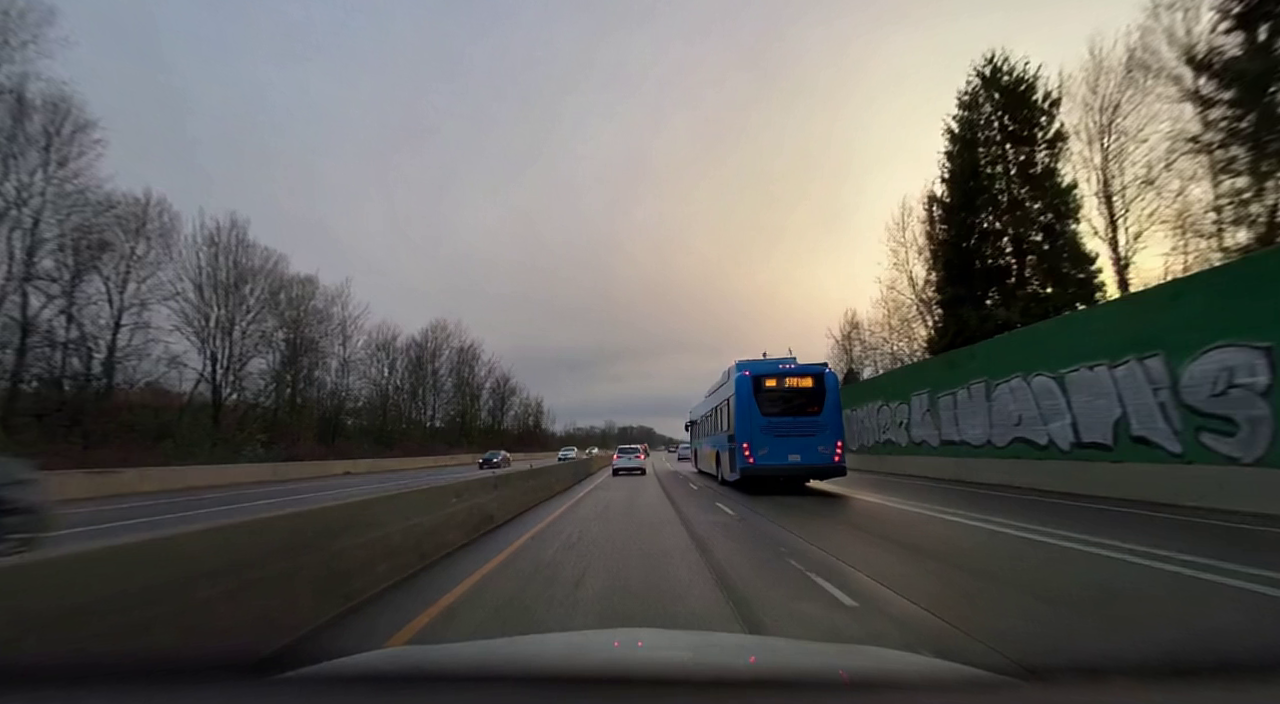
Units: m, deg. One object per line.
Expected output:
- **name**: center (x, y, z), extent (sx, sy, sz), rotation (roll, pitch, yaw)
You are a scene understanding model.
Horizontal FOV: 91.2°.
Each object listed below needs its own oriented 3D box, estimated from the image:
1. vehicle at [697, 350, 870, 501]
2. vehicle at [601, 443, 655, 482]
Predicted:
- **vehicle**: center (3.879, 2.644, 20.787), extent (3.055, 3.479, 12.521), rotation (-1, -9, 1)
- **vehicle**: center (-0.449, 4.800, 27.409), extent (2.160, 1.532, 4.073), rotation (-1, -9, 1)
